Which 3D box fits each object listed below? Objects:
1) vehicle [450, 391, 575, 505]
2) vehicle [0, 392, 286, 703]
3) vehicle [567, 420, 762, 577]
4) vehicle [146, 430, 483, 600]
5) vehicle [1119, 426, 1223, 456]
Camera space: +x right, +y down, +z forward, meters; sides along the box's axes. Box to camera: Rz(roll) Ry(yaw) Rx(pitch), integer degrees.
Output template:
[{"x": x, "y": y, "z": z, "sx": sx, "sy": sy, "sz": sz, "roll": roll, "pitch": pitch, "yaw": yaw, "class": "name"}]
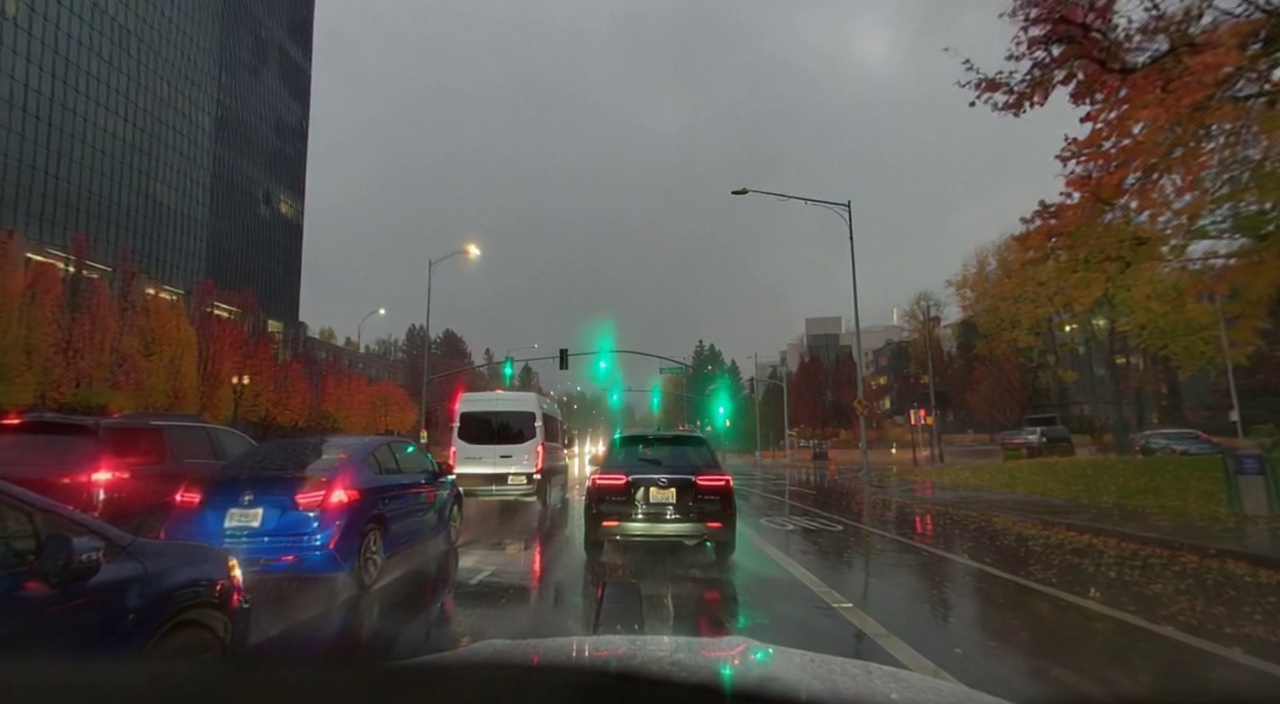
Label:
[{"x": -3.273, "y": 2.675, "z": 17.565, "sx": 2.343, "sy": 2.635, "sz": 5.684, "roll": 0, "pitch": -9, "yaw": 0, "class": "vehicle"}, {"x": -2.903, "y": 0.820, "z": 1.525, "sx": 1.893, "sy": 1.491, "sz": 3.798, "roll": 0, "pitch": -9, "yaw": -1, "class": "vehicle"}, {"x": 0.189, "y": 1.775, "z": 8.247, "sx": 1.979, "sy": 1.562, "sz": 3.630, "roll": 0, "pitch": -9, "yaw": -2, "class": "vehicle"}, {"x": -3.486, "y": 1.809, "z": 7.845, "sx": 1.955, "sy": 1.499, "sz": 4.223, "roll": 0, "pitch": -9, "yaw": 0, "class": "vehicle"}, {"x": 28.543, "y": 4.827, "z": 33.918, "sx": 1.762, "sy": 1.487, "sz": 4.488, "roll": -1, "pitch": -9, "yaw": 1, "class": "vehicle"}]
